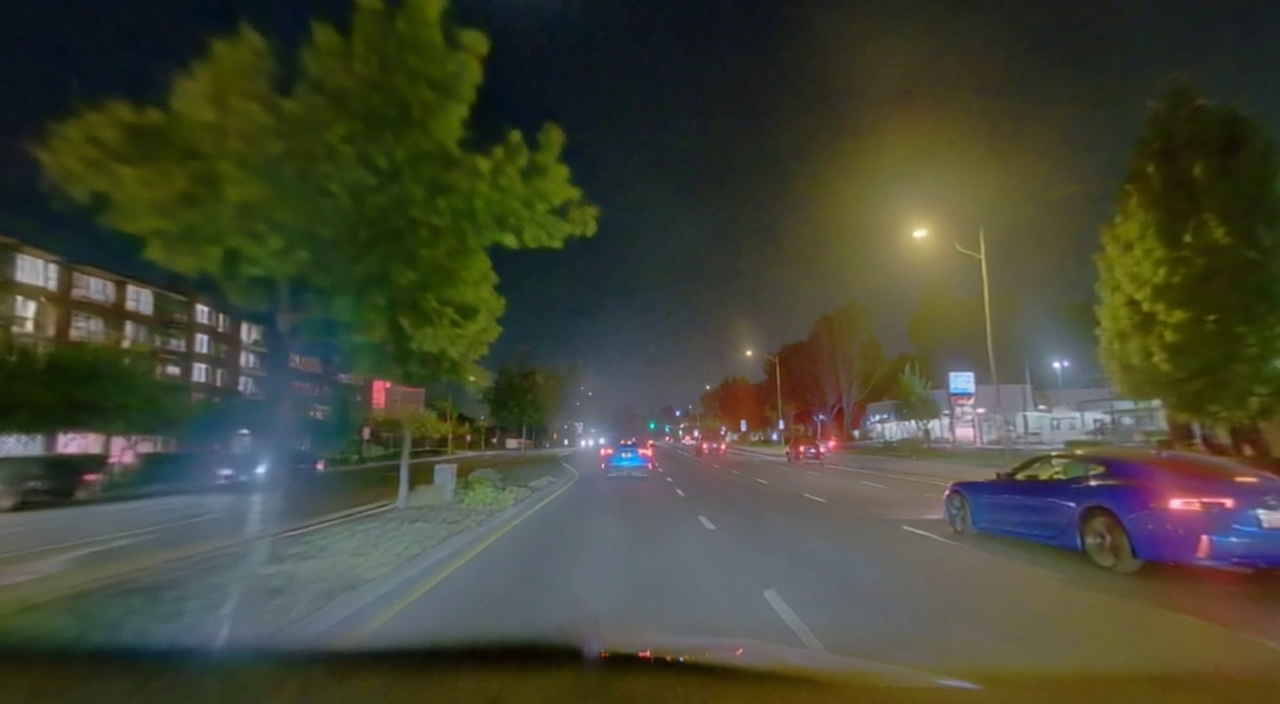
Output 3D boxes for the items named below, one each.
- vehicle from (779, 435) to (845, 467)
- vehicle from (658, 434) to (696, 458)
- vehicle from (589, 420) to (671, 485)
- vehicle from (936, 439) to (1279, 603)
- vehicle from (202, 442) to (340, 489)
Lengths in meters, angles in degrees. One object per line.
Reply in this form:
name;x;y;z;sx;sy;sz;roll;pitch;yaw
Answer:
vehicle;8.727;5.056;32.416;2.045;1.484;4.342;0;-9;-2
vehicle;2.346;6.143;41.349;2.078;1.471;4.142;0;-9;-2
vehicle;-0.334;3.089;19.540;2.266;1.762;4.131;0;-9;-1
vehicle;5.663;1.687;7.302;2.258;1.294;4.312;0;-9;-2
vehicle;-13.275;4.096;23.178;2.217;1.519;4.724;0;-9;0
